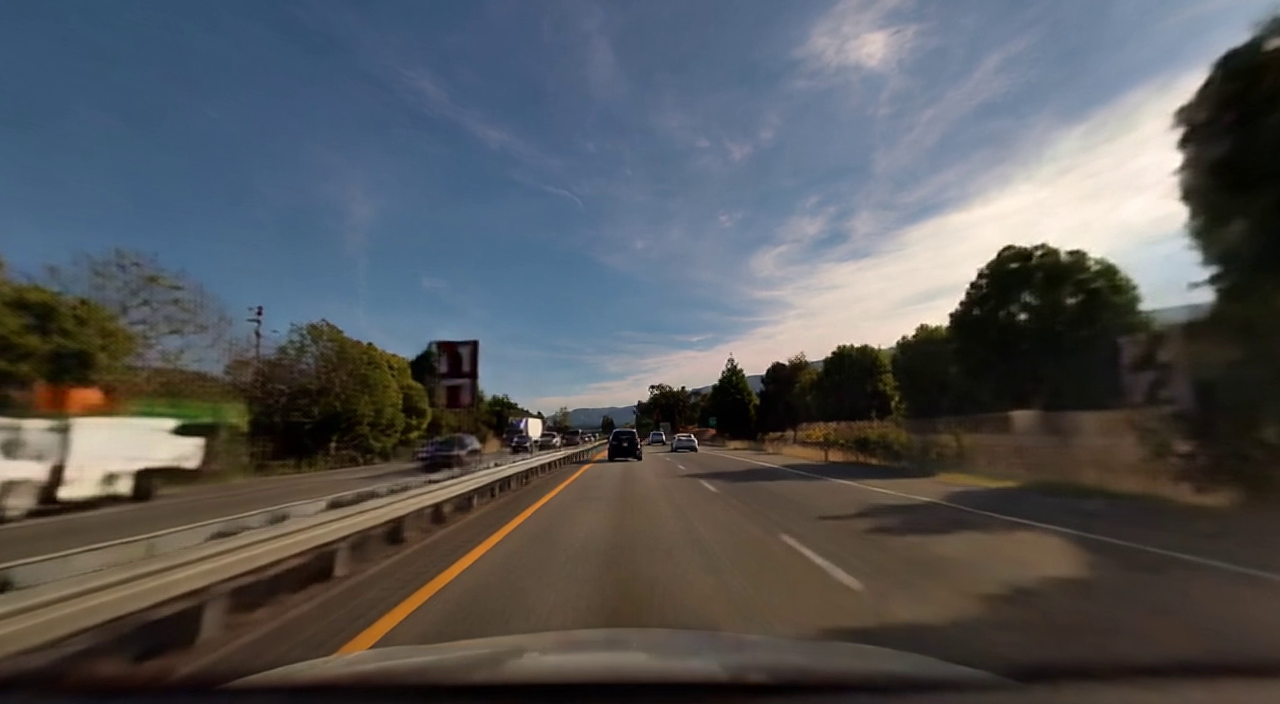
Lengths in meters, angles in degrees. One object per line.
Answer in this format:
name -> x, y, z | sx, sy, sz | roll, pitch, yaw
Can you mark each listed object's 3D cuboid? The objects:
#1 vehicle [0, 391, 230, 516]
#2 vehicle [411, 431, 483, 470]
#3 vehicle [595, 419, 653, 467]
vehicle -> -13.702, 2.597, 16.578 | 2.532, 2.792, 4.713 | 0, -8, -1
vehicle -> -9.176, 4.727, 30.405 | 2.020, 1.712, 4.717 | 0, -8, -1
vehicle -> -0.745, 4.227, 29.353 | 2.503, 2.044, 4.633 | 0, -8, -2
